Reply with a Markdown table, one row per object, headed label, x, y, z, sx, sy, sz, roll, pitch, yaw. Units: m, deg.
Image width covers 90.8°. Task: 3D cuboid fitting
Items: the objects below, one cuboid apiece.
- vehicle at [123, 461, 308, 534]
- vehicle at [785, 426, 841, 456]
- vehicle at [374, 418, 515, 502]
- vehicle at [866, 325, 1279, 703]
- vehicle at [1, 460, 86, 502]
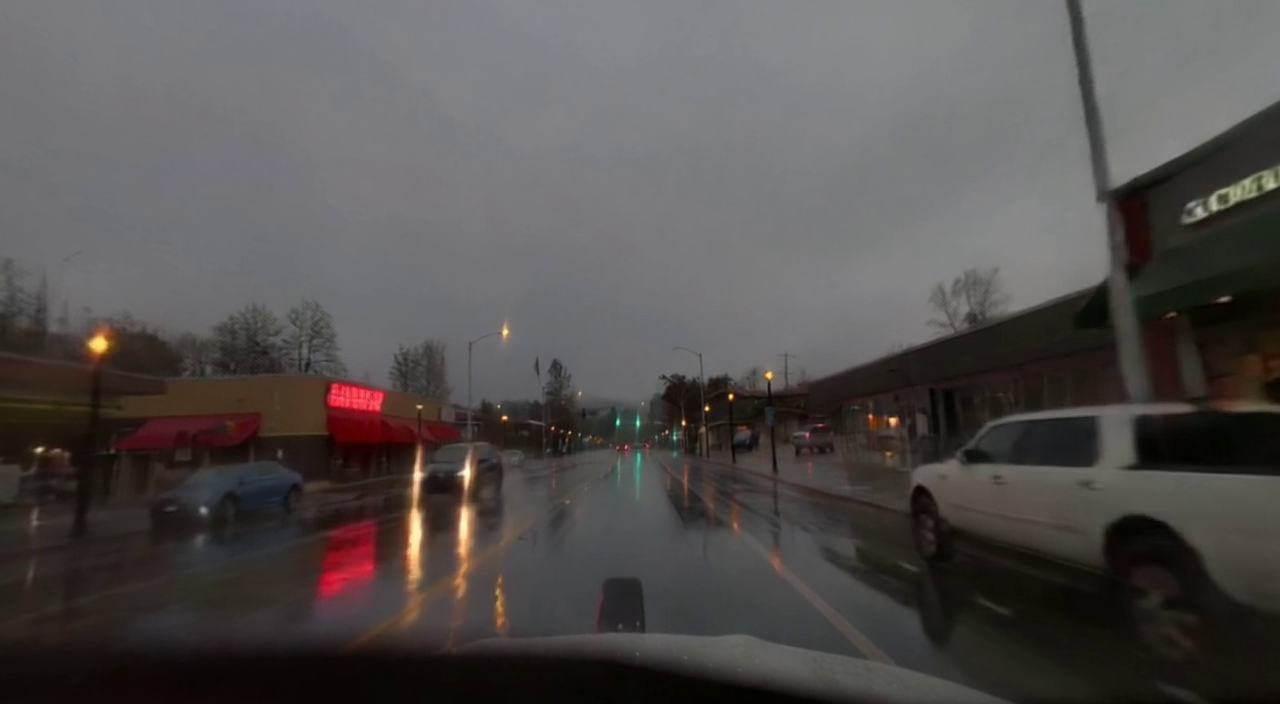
| label | x | y | z | sx | sy | sz | roll | pitch | yaw |
| --- | --- | --- | --- | --- | --- | --- | --- | --- | --- |
| vehicle | -10.478 | 3.578 | 16.080 | 1.846 | 1.463 | 4.206 | 0 | -8 | -1 |
| vehicle | 12.414 | 6.490 | 45.699 | 2.532 | 1.997 | 5.001 | 1 | -9 | -1 |
| vehicle | -5.446 | 3.125 | 18.687 | 2.267 | 2.070 | 5.719 | 0 | -8 | 1 |
| vehicle | 4.132 | 1.205 | 5.319 | 2.310 | 1.933 | 5.798 | 0 | -8 | 0 |
| vehicle | -26.560 | 5.668 | 28.076 | 4.394 | 1.609 | 1.971 | -7 | -11 | 38 |
